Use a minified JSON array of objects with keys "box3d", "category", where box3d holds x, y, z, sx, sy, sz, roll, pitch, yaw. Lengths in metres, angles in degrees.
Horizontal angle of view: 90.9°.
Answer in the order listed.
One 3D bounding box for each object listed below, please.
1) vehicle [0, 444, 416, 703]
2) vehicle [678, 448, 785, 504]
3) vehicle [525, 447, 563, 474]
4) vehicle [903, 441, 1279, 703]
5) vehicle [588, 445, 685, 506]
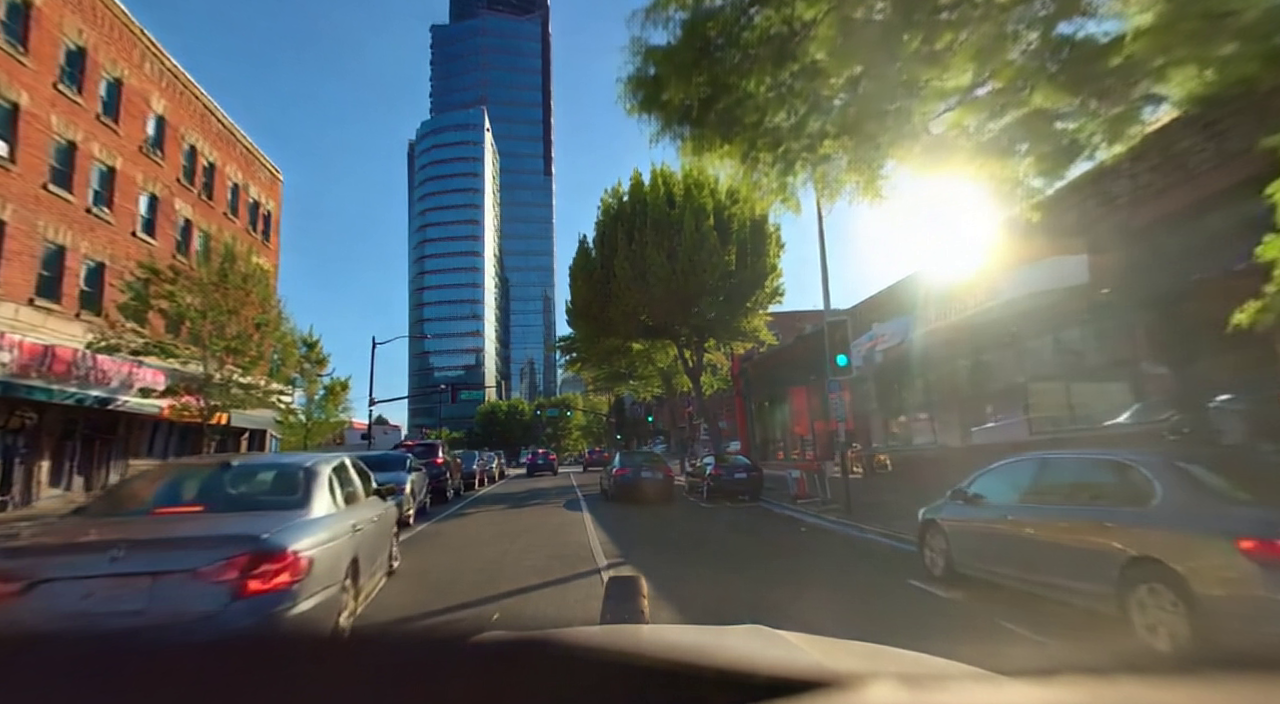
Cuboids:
[{"box3d":[-3.330,1.516,5.389,2.169,1.427,4.531,2,-9,-14],"category":"vehicle"},{"box3d":[2.609,3.677,19.241,1.956,1.446,4.537,1,-9,-9],"category":"vehicle"},{"box3d":[-5.707,6.437,37.627,2.102,1.521,4.078,1,-9,-8],"category":"vehicle"},{"box3d":[4.208,1.561,5.360,1.986,1.555,3.879,1,-9,-5],"category":"vehicle"},{"box3d":[-0.263,3.337,17.592,2.150,1.464,4.467,1,-9,-8],"category":"vehicle"}]
